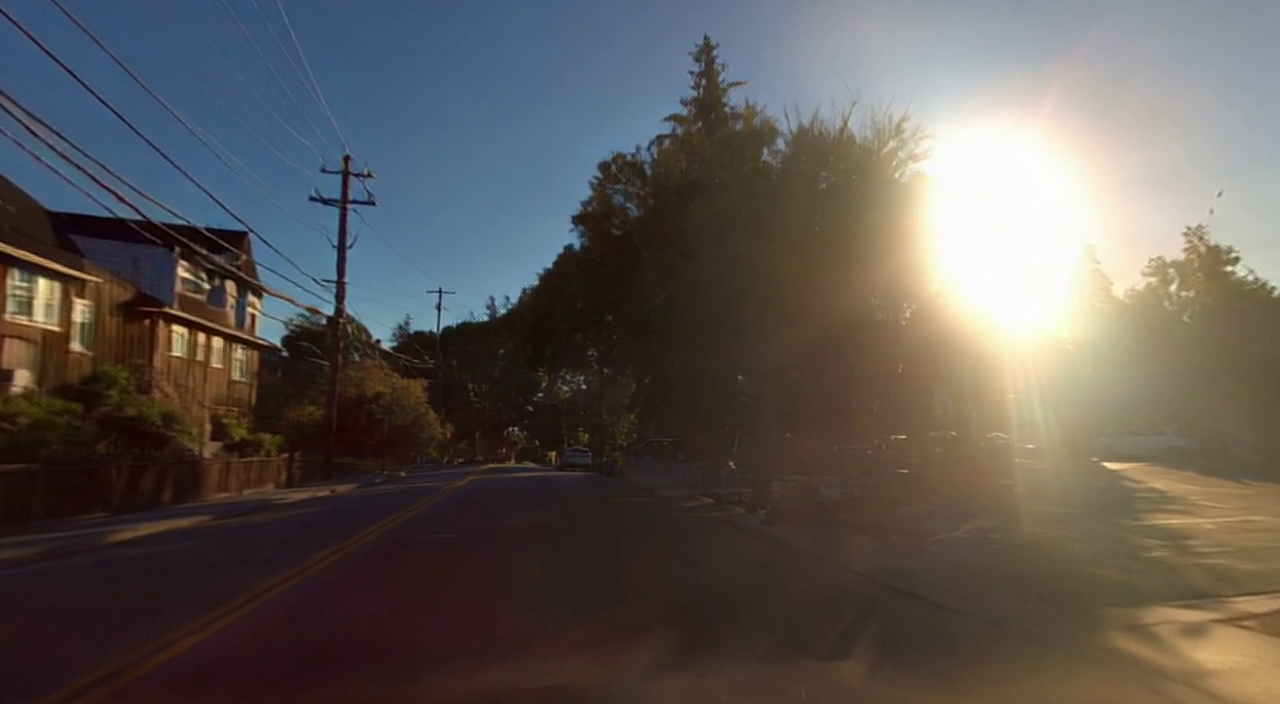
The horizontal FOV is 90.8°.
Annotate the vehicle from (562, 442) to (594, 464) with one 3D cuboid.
[{"bbox_3d":[-4.488,7.236,45.246,1.941,1.460,4.206,1,-9,-10],"label":"vehicle"}]
